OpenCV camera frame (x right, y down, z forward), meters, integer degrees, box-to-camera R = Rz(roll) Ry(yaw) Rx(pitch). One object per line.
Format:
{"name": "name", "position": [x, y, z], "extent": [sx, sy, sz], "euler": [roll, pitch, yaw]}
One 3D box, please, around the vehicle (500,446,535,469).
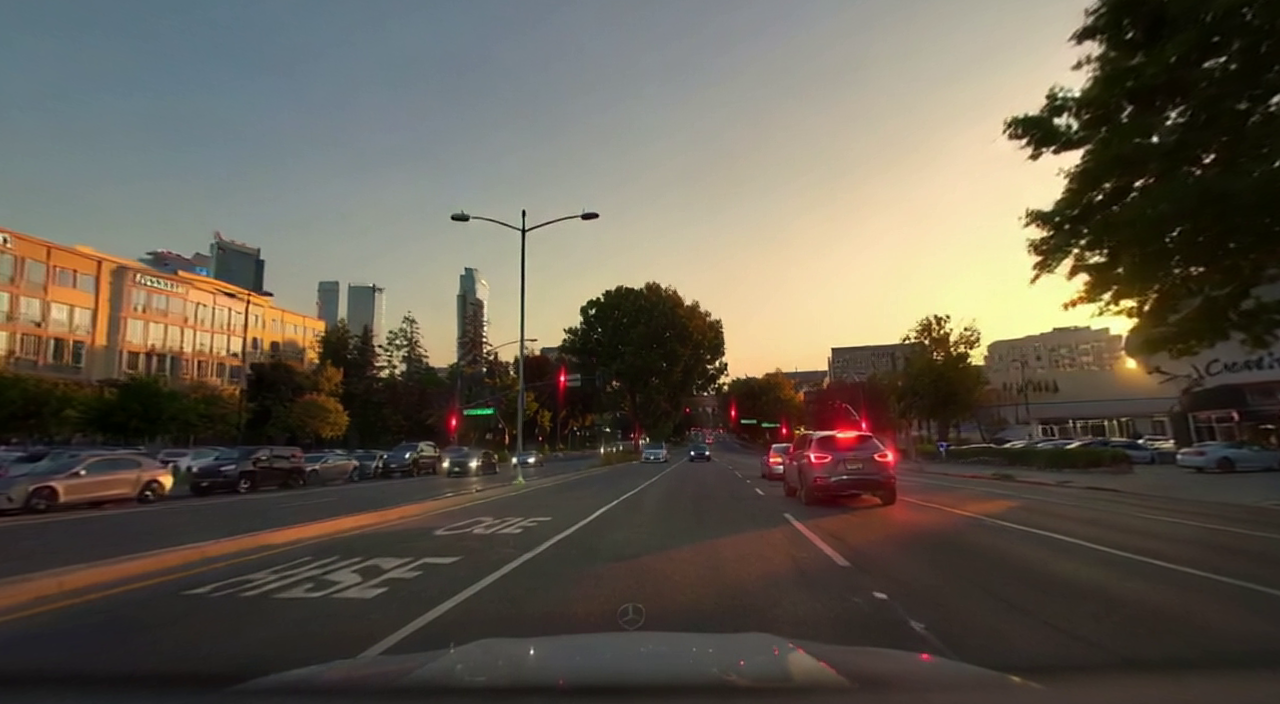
{"name": "vehicle", "position": [-8.647, 7.452, 44.735], "extent": [1.884, 1.456, 4.356], "euler": [0, -8, -3]}

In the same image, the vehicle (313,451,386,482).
{"name": "vehicle", "position": [-15.321, 6.054, 33.555], "extent": [1.804, 1.437, 4.560], "euler": [0, -8, -1]}

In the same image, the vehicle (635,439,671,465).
{"name": "vehicle", "position": [0.974, 6.940, 43.937], "extent": [2.057, 1.678, 4.639], "euler": [-1, -8, 7]}

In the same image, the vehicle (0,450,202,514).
{"name": "vehicle", "position": [-15.955, 3.786, 18.959], "extent": [1.937, 1.605, 4.531], "euler": [-1, -8, 6]}

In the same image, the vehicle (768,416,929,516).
{"name": "vehicle", "position": [4.322, 2.448, 14.084], "extent": [2.282, 1.797, 4.924], "euler": [-1, -8, 5]}

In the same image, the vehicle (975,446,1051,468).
{"name": "vehicle", "position": [27.039, 7.615, 45.812], "extent": [4.361, 1.429, 1.843], "euler": [0, -9, 11]}

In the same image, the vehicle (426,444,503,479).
{"name": "vehicle", "position": [-8.409, 5.265, 30.645], "extent": [2.047, 1.572, 4.472], "euler": [-1, -8, 6]}

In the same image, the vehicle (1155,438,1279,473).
{"name": "vehicle", "position": [28.640, 5.028, 30.561], "extent": [2.043, 1.496, 5.210], "euler": [3, -10, -21]}

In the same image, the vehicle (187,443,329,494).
{"name": "vehicle", "position": [-15.873, 4.827, 26.729], "extent": [2.200, 1.884, 5.653], "euler": [-1, -8, 4]}

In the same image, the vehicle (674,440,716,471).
{"name": "vehicle", "position": [2.963, 5.449, 33.412], "extent": [2.059, 1.477, 3.988], "euler": [-1, -8, 7]}
